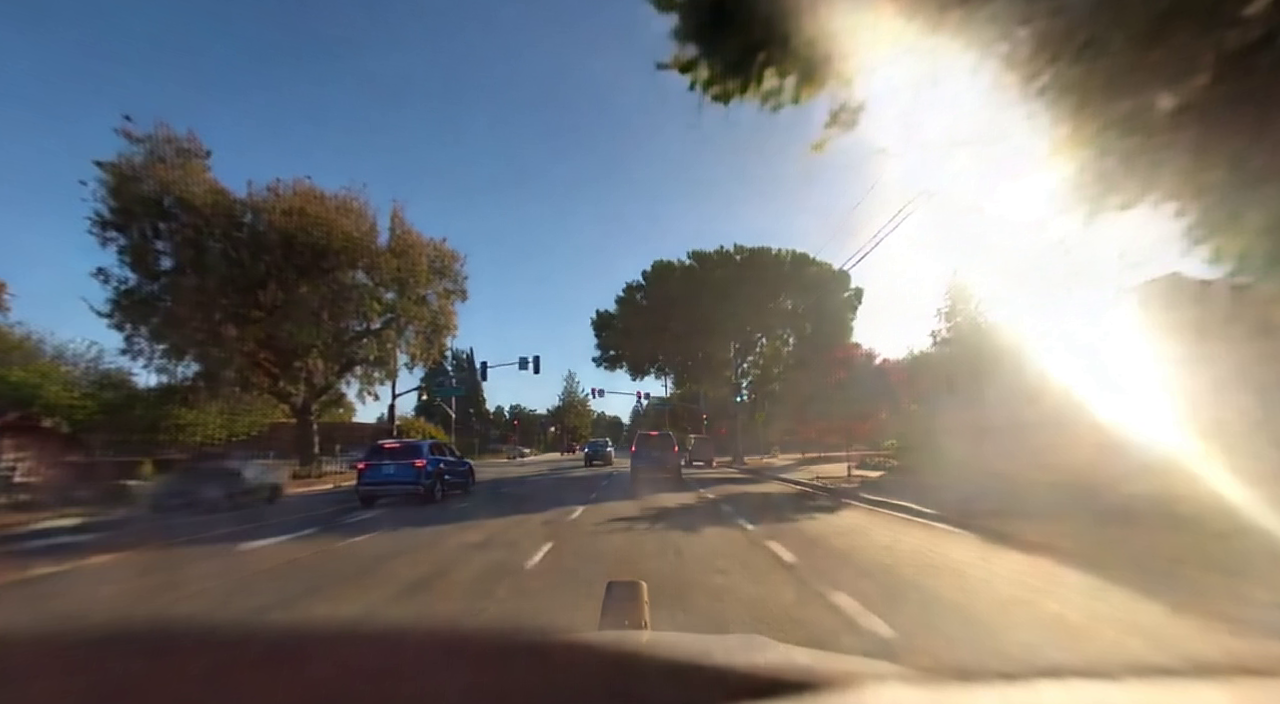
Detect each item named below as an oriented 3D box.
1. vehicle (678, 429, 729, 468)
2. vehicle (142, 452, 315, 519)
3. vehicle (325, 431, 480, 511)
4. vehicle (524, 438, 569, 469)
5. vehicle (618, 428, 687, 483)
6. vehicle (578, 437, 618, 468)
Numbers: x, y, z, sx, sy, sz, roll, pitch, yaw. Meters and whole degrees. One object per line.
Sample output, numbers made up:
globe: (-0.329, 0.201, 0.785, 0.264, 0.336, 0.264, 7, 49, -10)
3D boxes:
vehicle: (3.539, 5.569, 36.404, 2.338, 2.063, 5.672, 0, -9, 0)
vehicle: (-11.717, 3.779, 18.454, 1.924, 1.533, 4.714, -5, -9, 1)
vehicle: (-5.614, 2.863, 15.641, 2.052, 1.664, 4.476, 0, -9, 1)
vehicle: (-5.498, 6.052, 37.619, 2.108, 1.689, 4.316, 0, -9, -2)
vehicle: (0.422, 3.704, 22.749, 2.235, 1.778, 4.178, 0, -9, 1)
vehicle: (-2.421, 5.935, 37.287, 2.058, 1.659, 4.514, 0, -9, 0)
